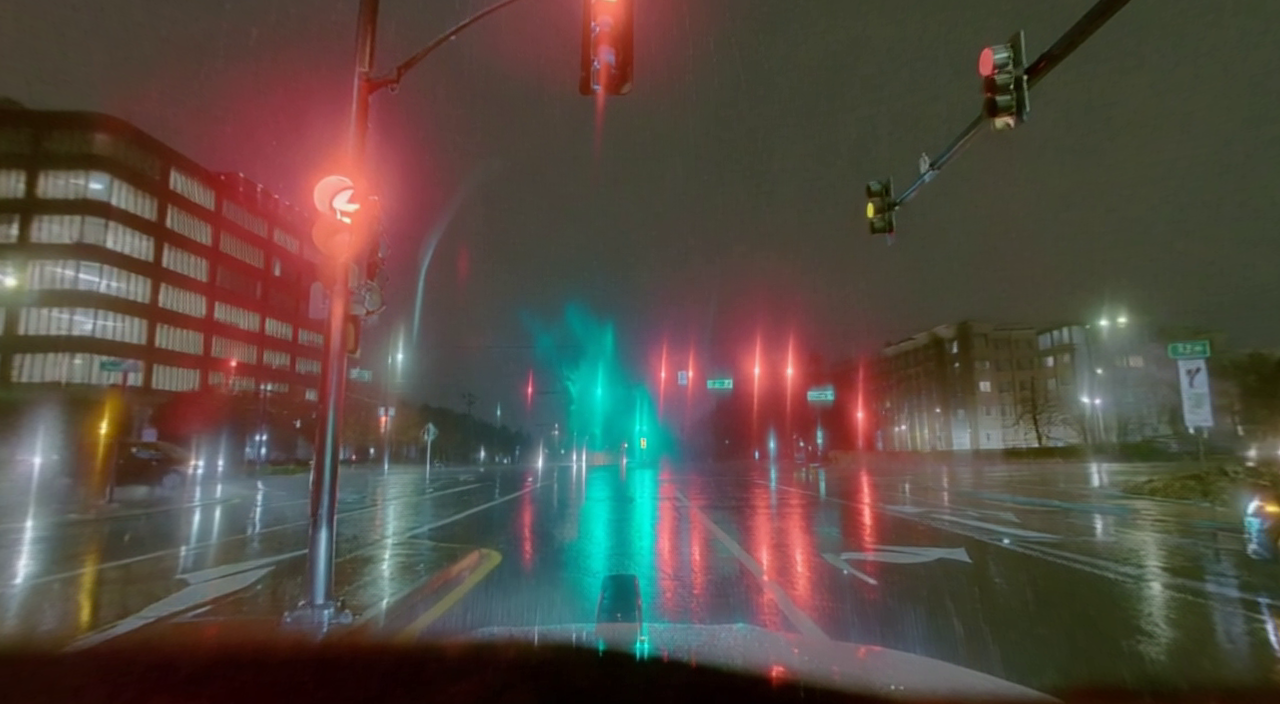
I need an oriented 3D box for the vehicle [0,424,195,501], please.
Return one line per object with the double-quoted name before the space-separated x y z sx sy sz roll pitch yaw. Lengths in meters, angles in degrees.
"vehicle" -24.269 4.818 27.590 7.088 3.096 2.678 0 -9 -2
